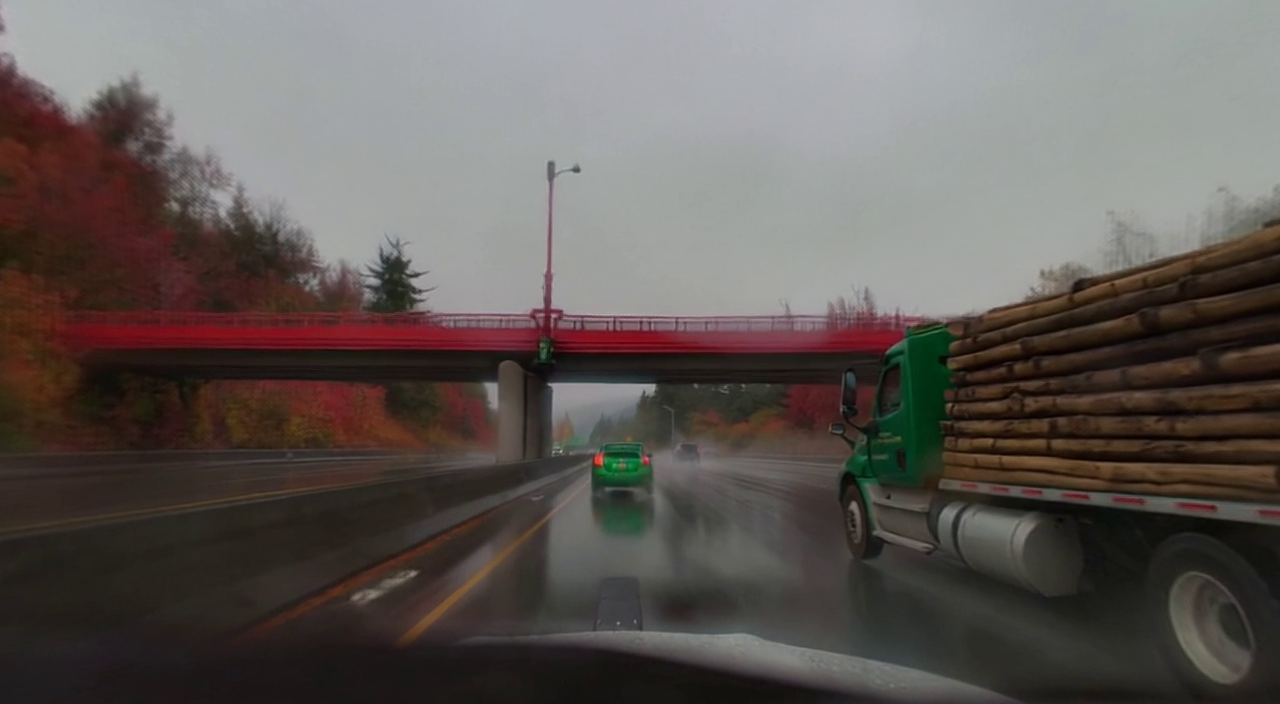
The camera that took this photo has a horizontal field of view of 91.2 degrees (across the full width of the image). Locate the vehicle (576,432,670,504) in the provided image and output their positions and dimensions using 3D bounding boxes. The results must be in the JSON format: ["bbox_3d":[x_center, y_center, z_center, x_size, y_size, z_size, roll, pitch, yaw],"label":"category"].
[{"bbox_3d":[-0.440,3.107,17.132,2.259,1.699,4.015,0,-9,-1],"label":"vehicle"}]

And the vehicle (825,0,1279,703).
[{"bbox_3d":[4.258,-0.030,4.394,2.992,3.920,8.831,0,-9,-1],"label":"vehicle"}]

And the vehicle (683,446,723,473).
[{"bbox_3d":[3.734,6.418,37.685,1.894,1.487,3.751,0,-9,-2],"label":"vehicle"}]
